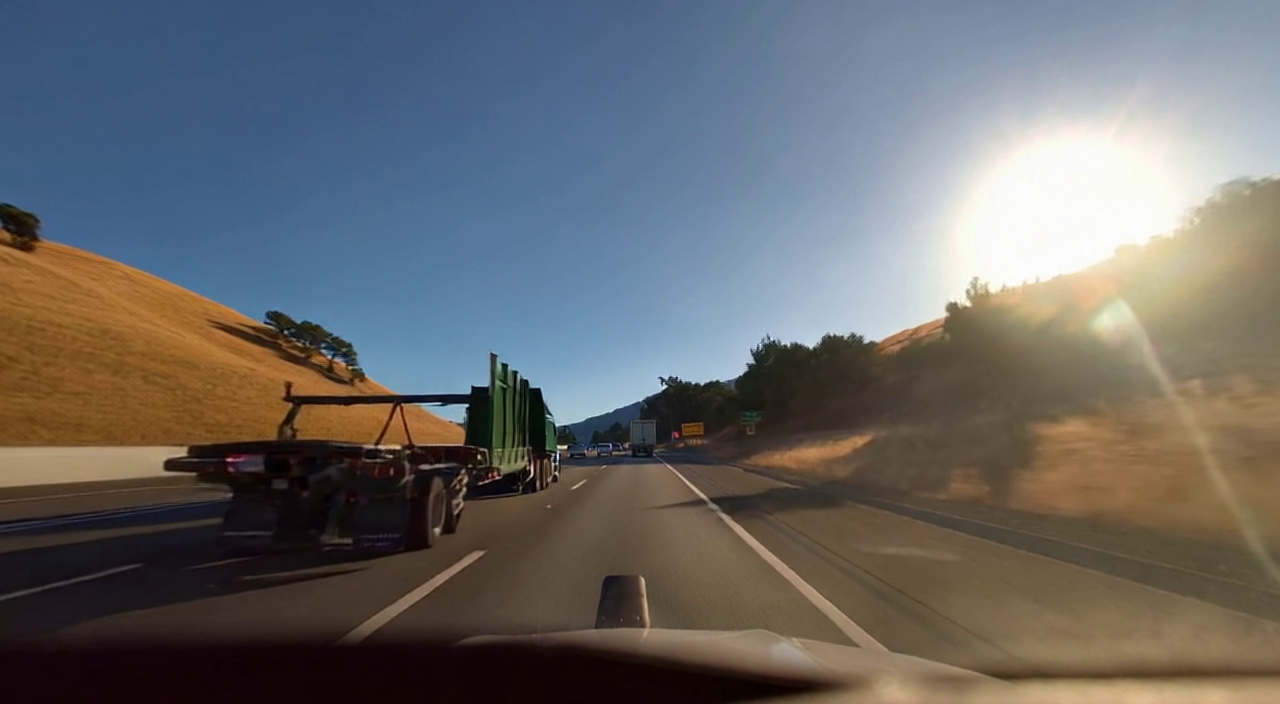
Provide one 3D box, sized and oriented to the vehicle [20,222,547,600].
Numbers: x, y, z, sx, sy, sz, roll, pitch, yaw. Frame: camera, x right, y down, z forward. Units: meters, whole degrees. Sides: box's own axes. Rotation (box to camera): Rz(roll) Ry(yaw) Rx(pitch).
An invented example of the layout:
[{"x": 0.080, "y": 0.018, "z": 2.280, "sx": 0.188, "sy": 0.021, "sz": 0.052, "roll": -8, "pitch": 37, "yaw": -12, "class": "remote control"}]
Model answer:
[{"x": -3.804, "y": 1.266, "z": 10.875, "sx": 2.789, "sy": 3.271, "sz": 10.894, "roll": 1, "pitch": -9, "yaw": 0, "class": "vehicle"}]
